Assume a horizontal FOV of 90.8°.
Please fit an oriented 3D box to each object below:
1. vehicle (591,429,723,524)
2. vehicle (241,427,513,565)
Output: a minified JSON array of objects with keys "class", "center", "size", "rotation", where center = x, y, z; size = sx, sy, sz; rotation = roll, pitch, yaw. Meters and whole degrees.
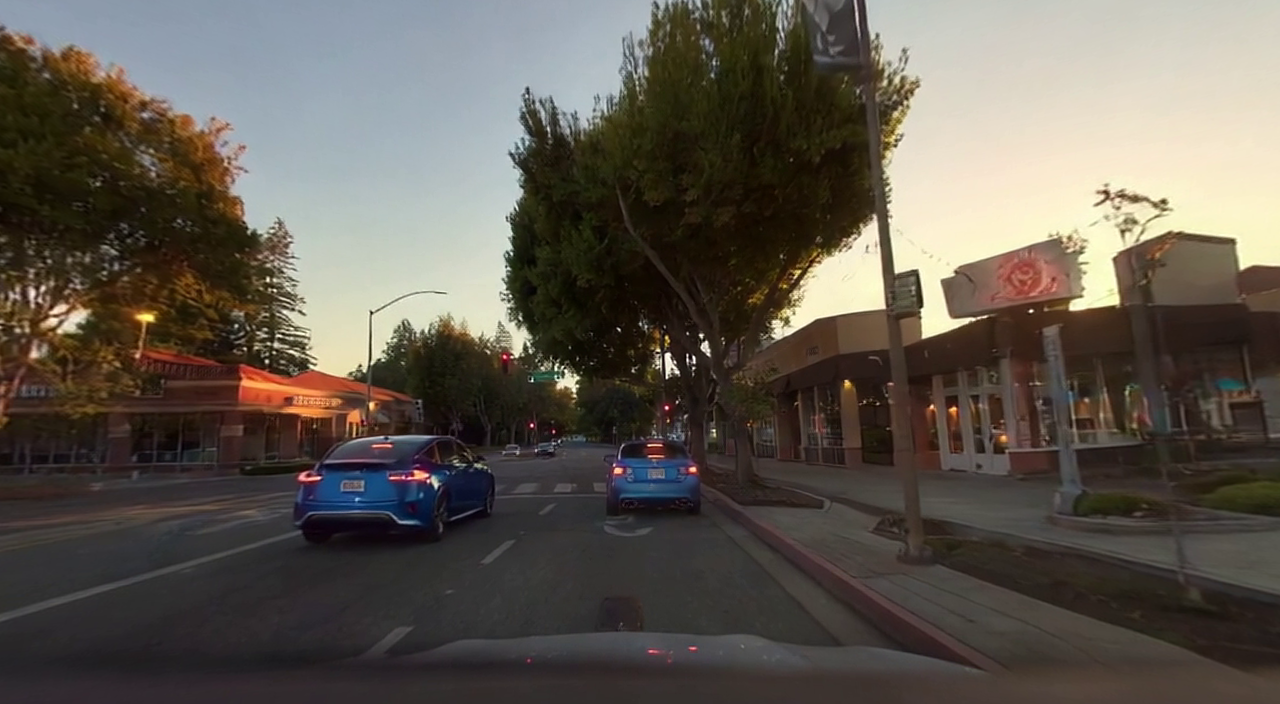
[{"class":"vehicle","center":[0.246,2.252,11.934],"size":[2.059,1.456,4.047],"rotation":[0,-8,-1]},{"class":"vehicle","center":[-3.300,1.892,9.116],"size":[2.032,1.467,4.411],"rotation":[0,-8,0]}]
